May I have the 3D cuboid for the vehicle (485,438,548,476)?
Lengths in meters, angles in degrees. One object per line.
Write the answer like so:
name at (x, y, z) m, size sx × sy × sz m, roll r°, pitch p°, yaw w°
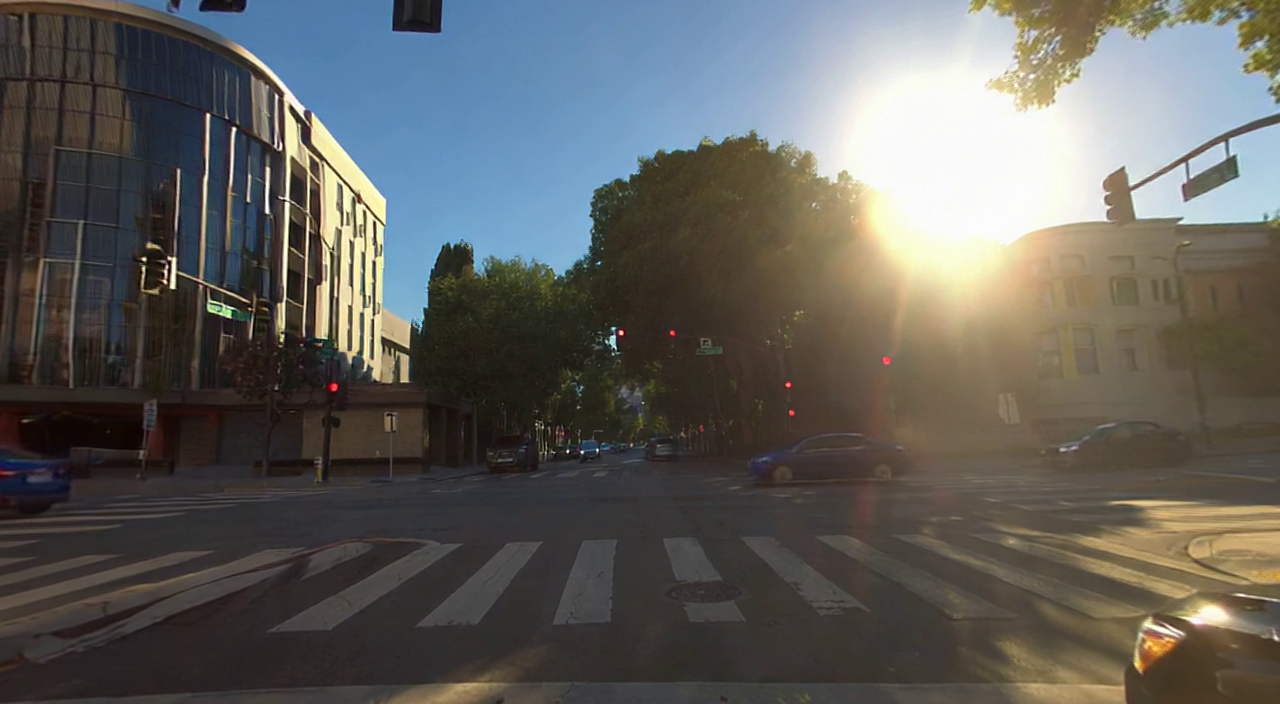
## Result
vehicle at (-5.963, 5.102, 30.778) m, size 2.115 × 1.690 × 4.322 m, roll 0°, pitch -8°, yaw 1°

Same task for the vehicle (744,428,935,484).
vehicle at (5.364, 2.857, 17.372) m, size 4.613 × 1.443 × 1.883 m, roll 0°, pitch -8°, yaw 0°

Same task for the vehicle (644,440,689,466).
vehicle at (1.541, 6.090, 38.166) m, size 2.031 × 1.442 × 4.446 m, roll 1°, pitch -8°, yaw -7°

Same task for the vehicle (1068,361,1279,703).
vehicle at (2.885, 0.664, 0.831) m, size 1.947 × 1.576 × 3.825 m, roll 0°, pitch -8°, yaw 1°
